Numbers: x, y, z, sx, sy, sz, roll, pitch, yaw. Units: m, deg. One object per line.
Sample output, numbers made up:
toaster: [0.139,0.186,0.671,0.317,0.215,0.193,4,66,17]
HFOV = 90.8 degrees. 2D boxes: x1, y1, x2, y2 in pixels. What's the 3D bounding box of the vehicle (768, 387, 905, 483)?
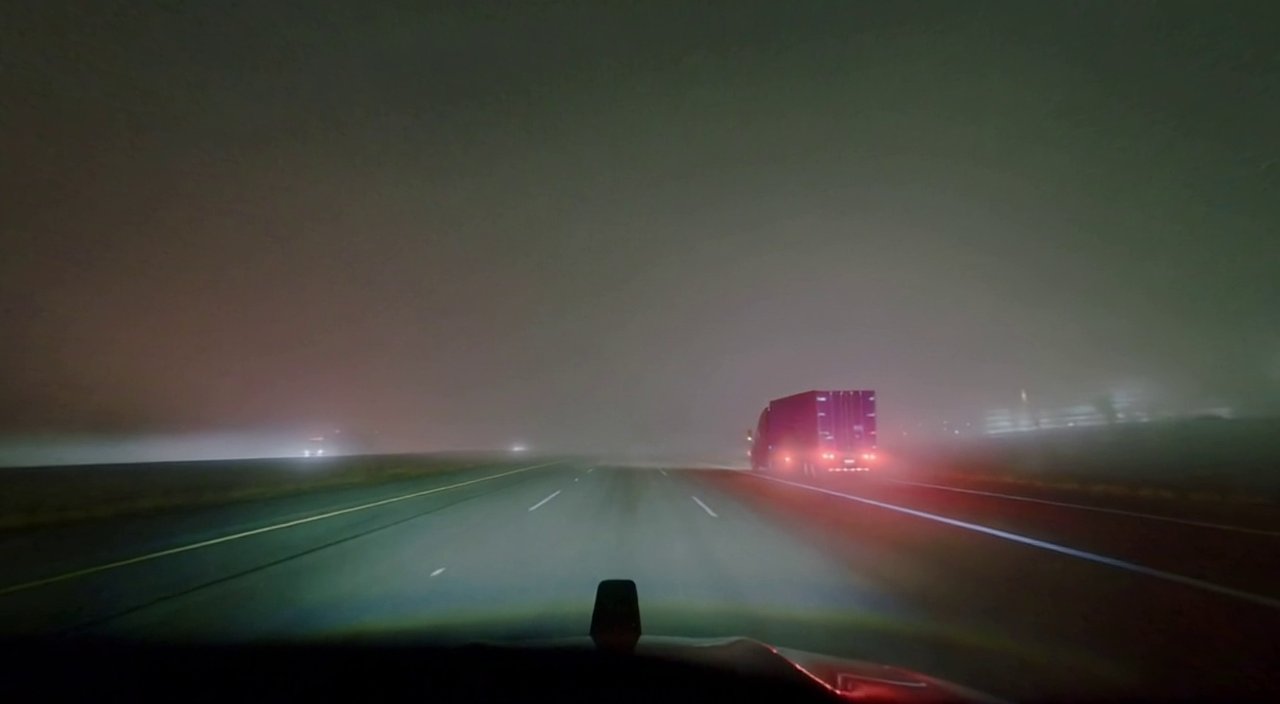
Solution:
vehicle: [6.939,3.196,23.678,2.627,3.011,7.287,0,-9,-1]
